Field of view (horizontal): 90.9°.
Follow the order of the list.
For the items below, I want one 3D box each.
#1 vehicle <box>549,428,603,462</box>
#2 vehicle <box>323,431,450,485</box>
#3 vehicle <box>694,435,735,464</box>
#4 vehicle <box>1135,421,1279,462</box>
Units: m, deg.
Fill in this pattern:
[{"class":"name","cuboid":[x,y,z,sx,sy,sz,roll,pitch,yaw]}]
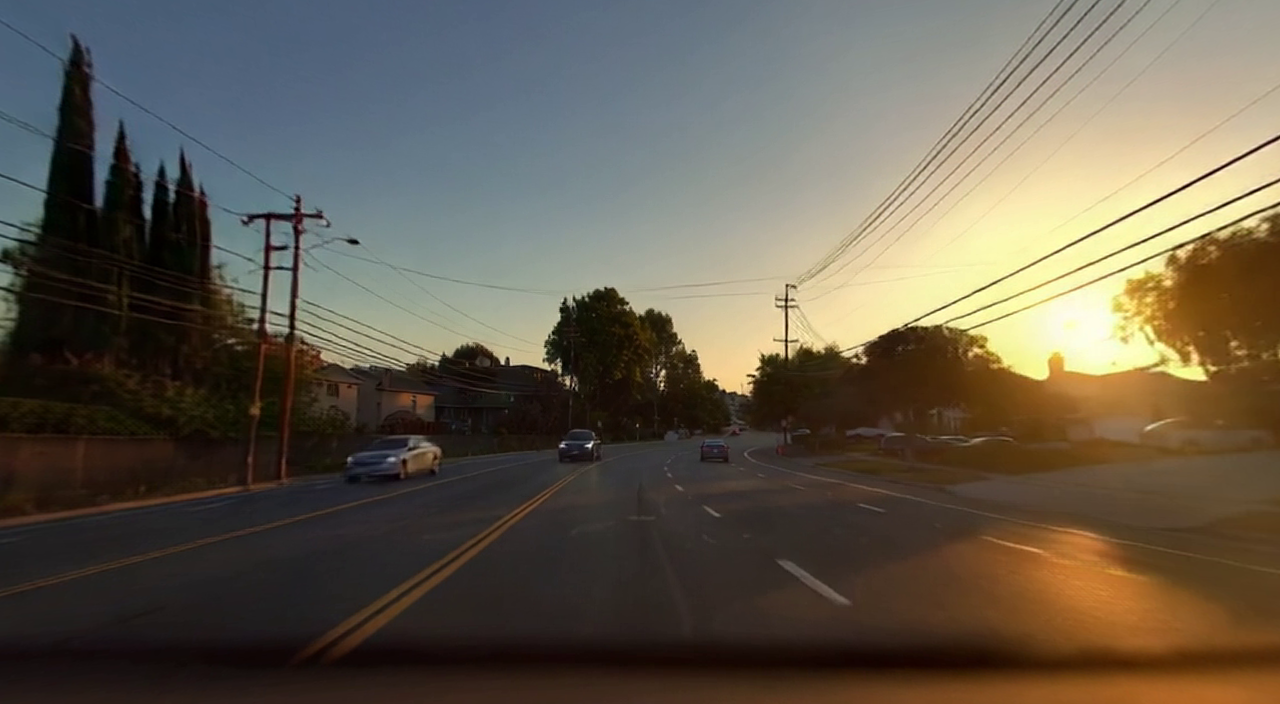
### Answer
[{"class":"vehicle","cuboid":[-3.551,5.305,35.848,2.191,1.771,4.981,-1,-9,4]},{"class":"vehicle","cuboid":[-7.789,3.325,19.976,2.019,1.476,4.786,0,-9,0]},{"class":"vehicle","cuboid":[3.996,5.335,34.433,1.982,1.451,4.152,-1,-9,3]},{"class":"vehicle","cuboid":[22.504,3.523,24.809,4.444,1.479,1.913,0,-8,-2]}]
